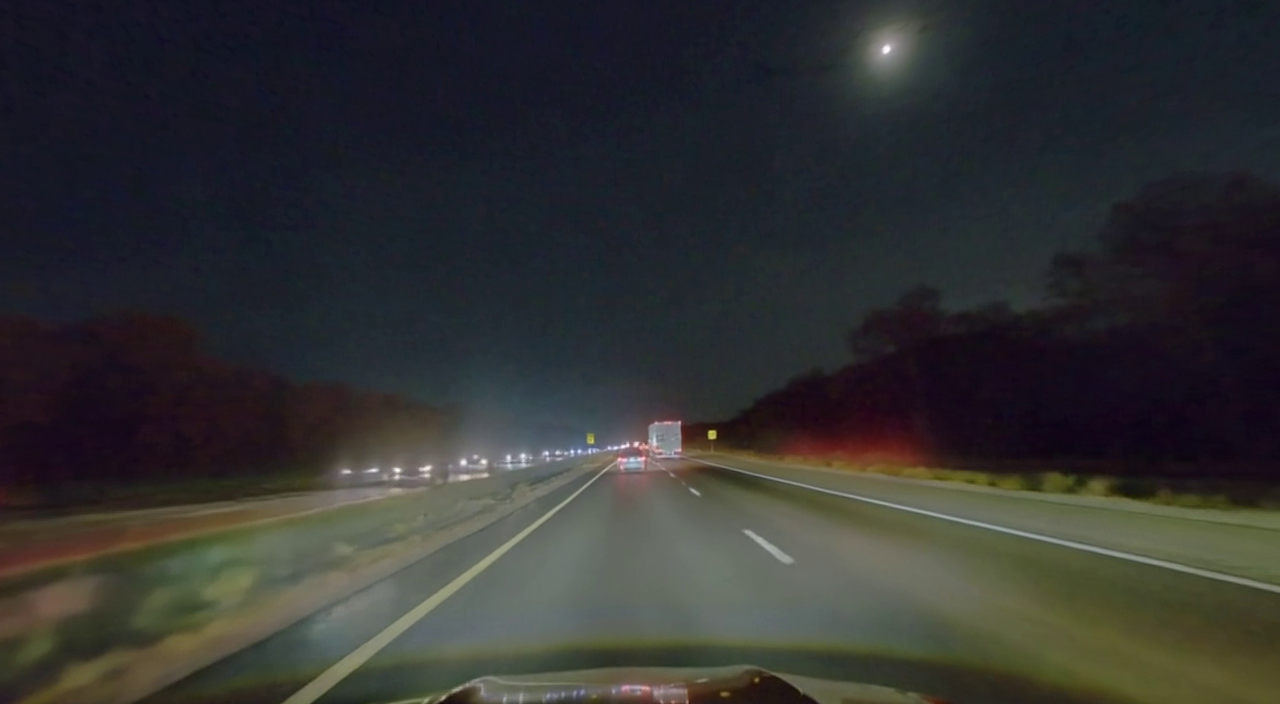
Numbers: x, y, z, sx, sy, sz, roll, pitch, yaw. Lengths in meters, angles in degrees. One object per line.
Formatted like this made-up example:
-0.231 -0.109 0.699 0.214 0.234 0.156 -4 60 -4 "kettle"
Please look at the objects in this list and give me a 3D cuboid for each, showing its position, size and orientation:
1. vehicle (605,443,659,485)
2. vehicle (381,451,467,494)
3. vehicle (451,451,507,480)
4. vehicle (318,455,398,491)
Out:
-0.334 4.427 25.115 1.971 1.518 4.108 0 -9 -1 "vehicle"
-8.190 4.579 24.182 1.908 1.499 4.040 0 -9 -1 "vehicle"
-9.184 6.480 36.109 2.005 1.493 4.505 0 -9 0 "vehicle"
-13.751 5.898 30.897 1.892 1.533 4.532 0 -9 -1 "vehicle"
